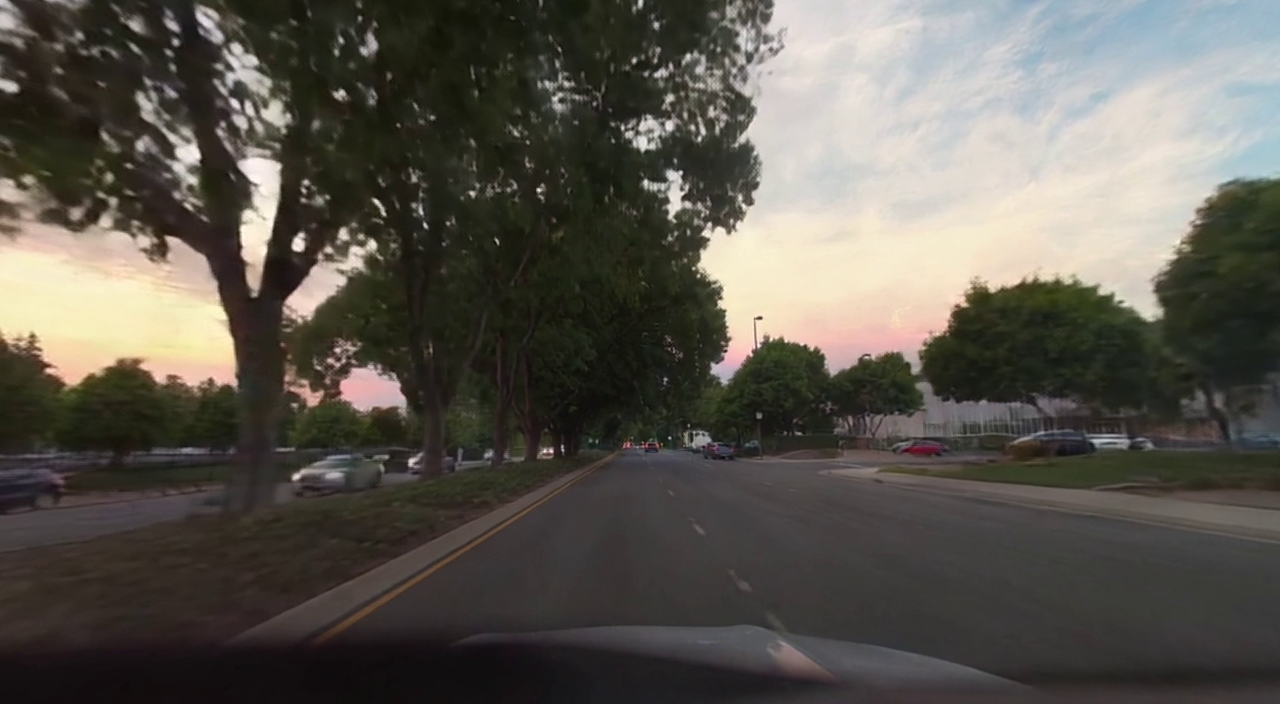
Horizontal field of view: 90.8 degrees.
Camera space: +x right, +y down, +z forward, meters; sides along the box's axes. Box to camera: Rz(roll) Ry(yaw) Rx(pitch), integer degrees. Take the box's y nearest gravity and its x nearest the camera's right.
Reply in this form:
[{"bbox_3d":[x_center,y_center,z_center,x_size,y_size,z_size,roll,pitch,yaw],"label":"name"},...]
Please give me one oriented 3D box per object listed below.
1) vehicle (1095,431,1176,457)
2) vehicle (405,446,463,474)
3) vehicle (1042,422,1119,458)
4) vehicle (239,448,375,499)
[{"bbox_3d":[36.943,6.844,47.116,4.752,1.730,1.932,-1,-8,-11],"label":"vehicle"},{"bbox_3d":[-13.103,6.873,40.521,1.990,1.686,4.611,-1,-8,2],"label":"vehicle"},{"bbox_3d":[32.194,6.415,46.280,3.804,2.526,2.489,1,-8,-11],"label":"vehicle"},{"bbox_3d":[-11.074,4.033,21.464,2.031,1.481,4.577,-1,-8,2],"label":"vehicle"}]
